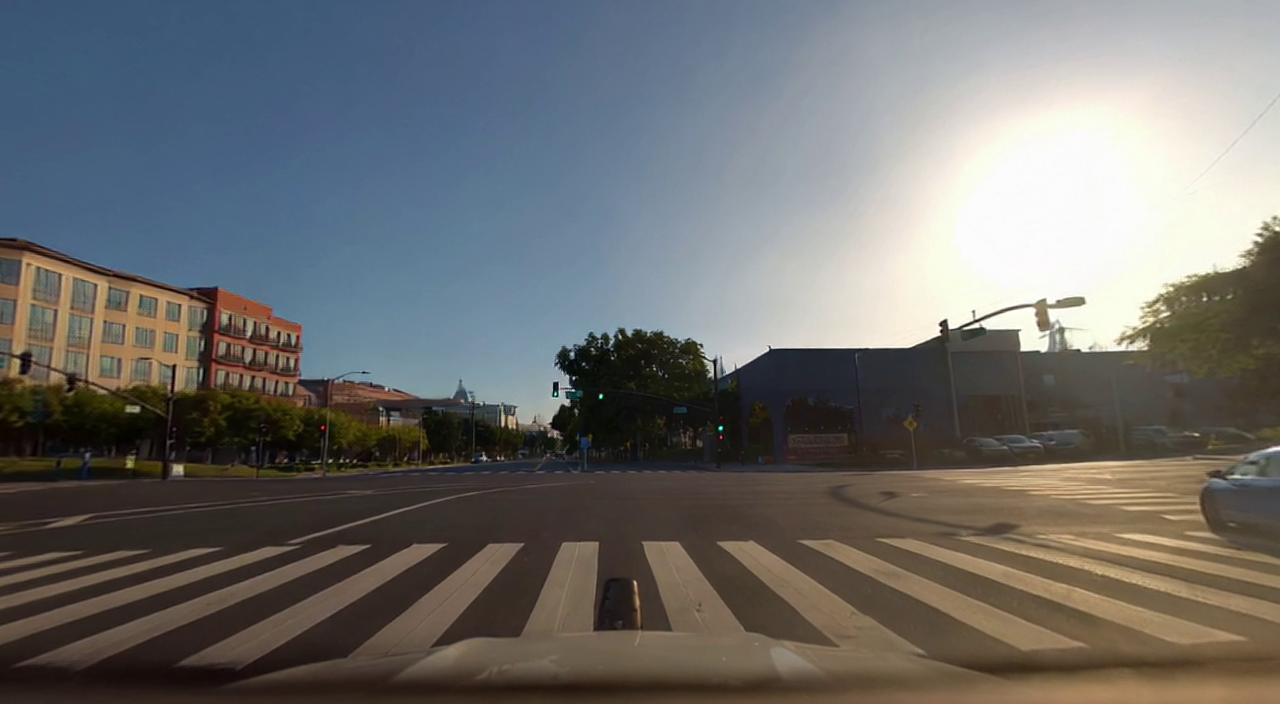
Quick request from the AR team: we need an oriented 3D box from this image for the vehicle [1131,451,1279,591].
[{"bbox_3d":[7.606,1.744,6.410,1.935,1.421,4.716,-1,-9,8],"label":"vehicle"}]
